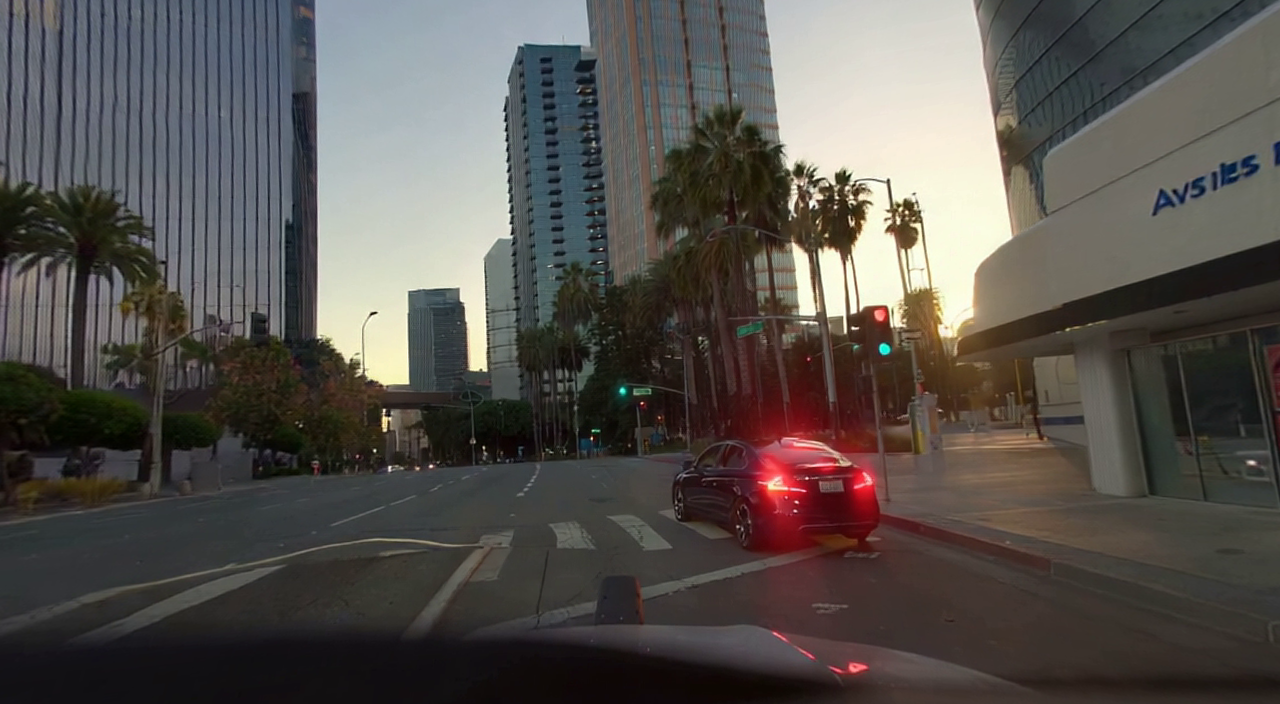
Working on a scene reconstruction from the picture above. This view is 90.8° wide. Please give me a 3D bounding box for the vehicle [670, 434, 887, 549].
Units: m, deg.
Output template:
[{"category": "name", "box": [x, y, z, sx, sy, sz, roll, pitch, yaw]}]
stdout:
[{"category": "vehicle", "box": [1.954, 2.160, 10.654, 2.090, 1.466, 4.676, 1, -8, -7]}]
